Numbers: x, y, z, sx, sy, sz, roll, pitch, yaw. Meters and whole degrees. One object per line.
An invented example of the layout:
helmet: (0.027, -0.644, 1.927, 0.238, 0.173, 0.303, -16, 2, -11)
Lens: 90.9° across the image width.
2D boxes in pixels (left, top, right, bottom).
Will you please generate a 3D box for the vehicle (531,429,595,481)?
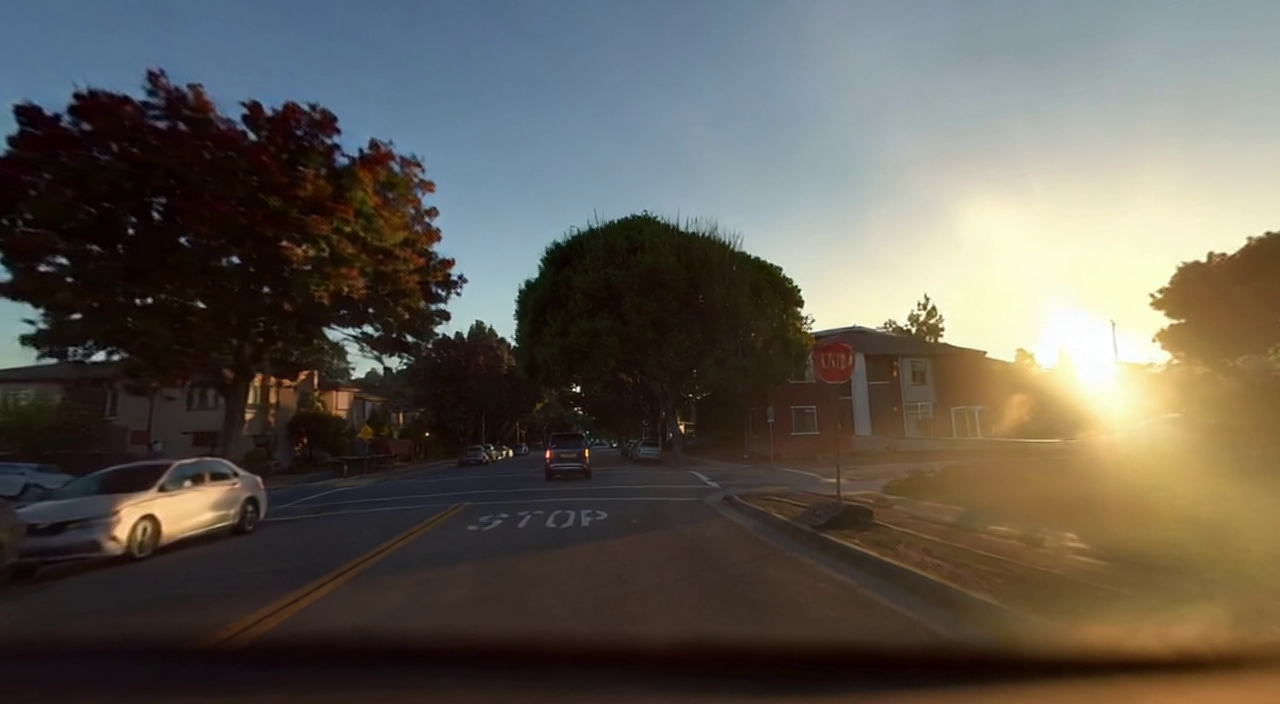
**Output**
vehicle: (-2.802, 3.819, 23.650, 2.172, 1.722, 4.201, 1, -8, -5)

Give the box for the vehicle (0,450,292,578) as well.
vehicle: (-7.626, 2.323, 9.994, 1.819, 1.461, 4.723, 0, -8, -4)

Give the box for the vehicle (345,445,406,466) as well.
vehicle: (-20.330, 7.973, 48.548, 3.806, 1.501, 1.892, 0, -8, -4)

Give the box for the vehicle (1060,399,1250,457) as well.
vehicle: (17.606, 2.638, 21.705, 4.817, 1.881, 2.002, 1, -8, -3)

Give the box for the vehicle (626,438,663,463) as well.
vehicle: (0.252, 6.486, 41.650, 1.987, 1.608, 3.883, 1, -8, -7)
